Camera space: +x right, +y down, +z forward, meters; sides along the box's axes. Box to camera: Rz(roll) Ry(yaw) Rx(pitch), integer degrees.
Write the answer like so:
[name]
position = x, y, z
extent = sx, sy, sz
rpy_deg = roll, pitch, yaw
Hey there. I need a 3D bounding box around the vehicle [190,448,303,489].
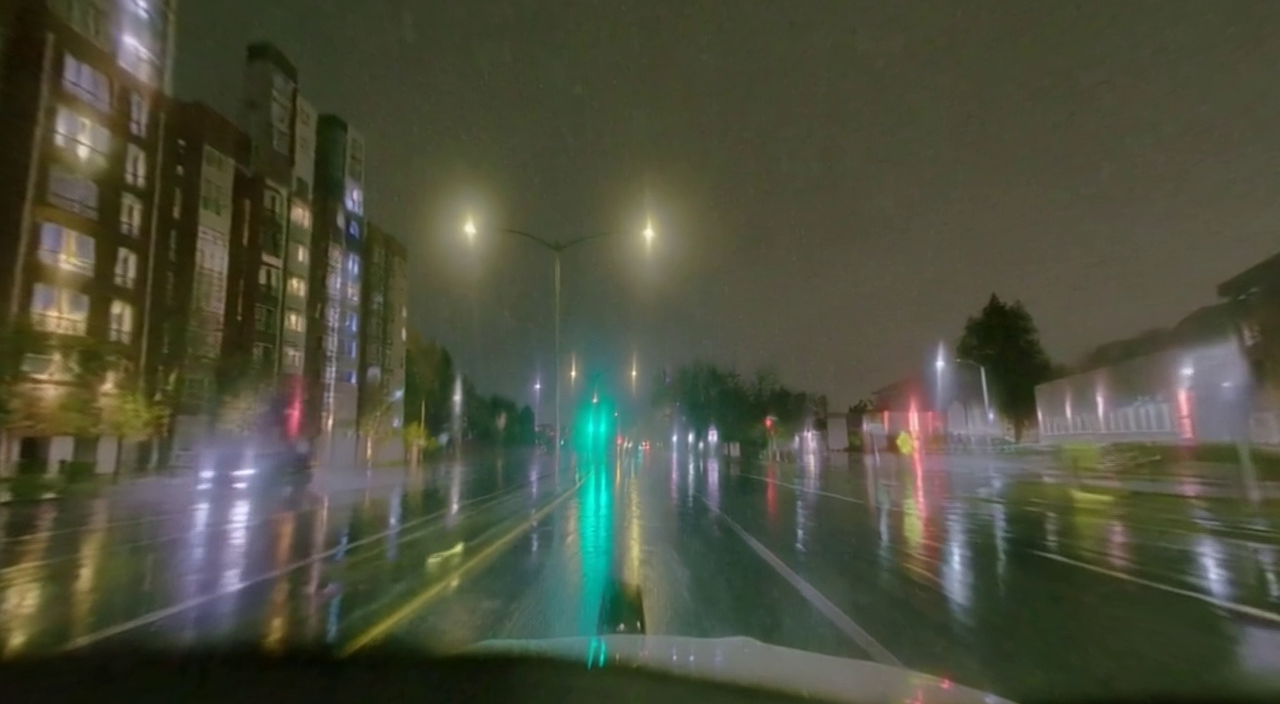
[vehicle]
position = -16.163, 4.780, 26.283
extent = 1.908, 1.492, 4.285
rpy_deg = 0, -9, 0
